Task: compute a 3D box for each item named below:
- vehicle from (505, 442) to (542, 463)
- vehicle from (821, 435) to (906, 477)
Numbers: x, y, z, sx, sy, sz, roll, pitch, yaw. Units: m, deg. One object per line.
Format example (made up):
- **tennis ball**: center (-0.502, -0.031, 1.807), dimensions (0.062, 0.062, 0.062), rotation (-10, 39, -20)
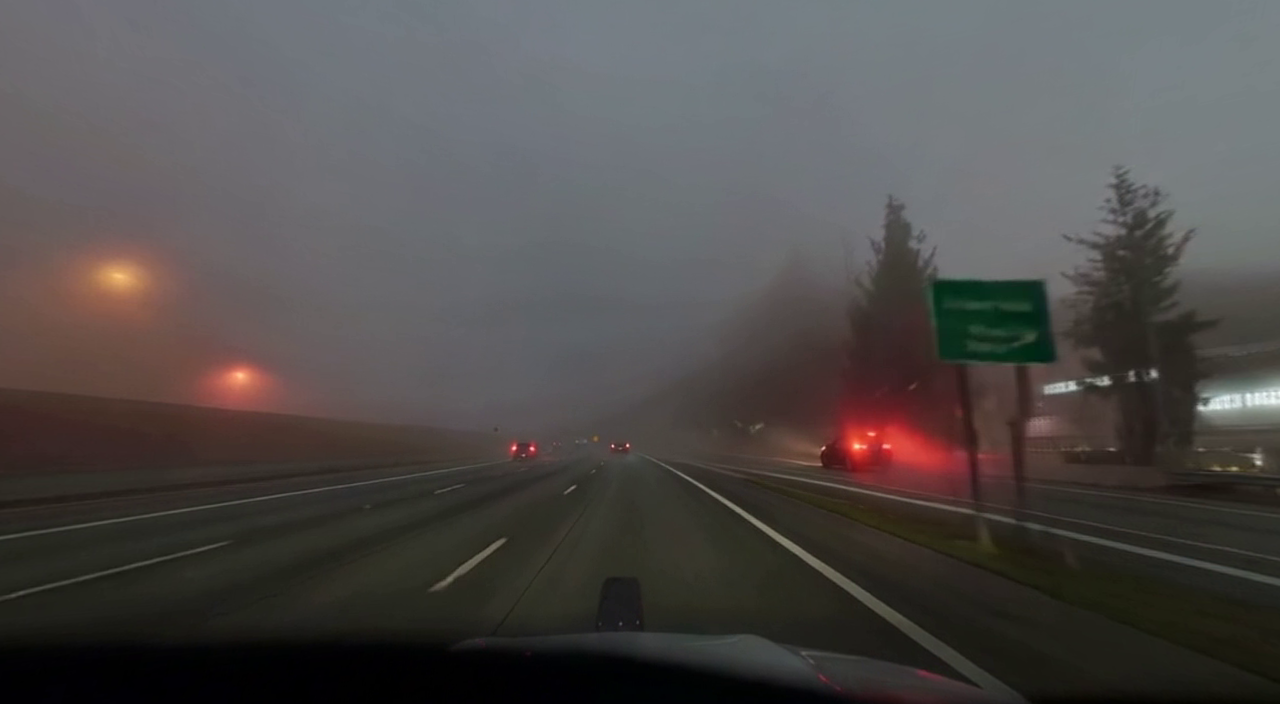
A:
- **vehicle**: center (-8.523, 7.383, 46.579), dimensions (2.009, 1.454, 4.250), rotation (0, -9, -1)
- **vehicle**: center (10.369, 4.849, 29.689), dimensions (2.023, 1.782, 4.193), rotation (1, -9, -7)
